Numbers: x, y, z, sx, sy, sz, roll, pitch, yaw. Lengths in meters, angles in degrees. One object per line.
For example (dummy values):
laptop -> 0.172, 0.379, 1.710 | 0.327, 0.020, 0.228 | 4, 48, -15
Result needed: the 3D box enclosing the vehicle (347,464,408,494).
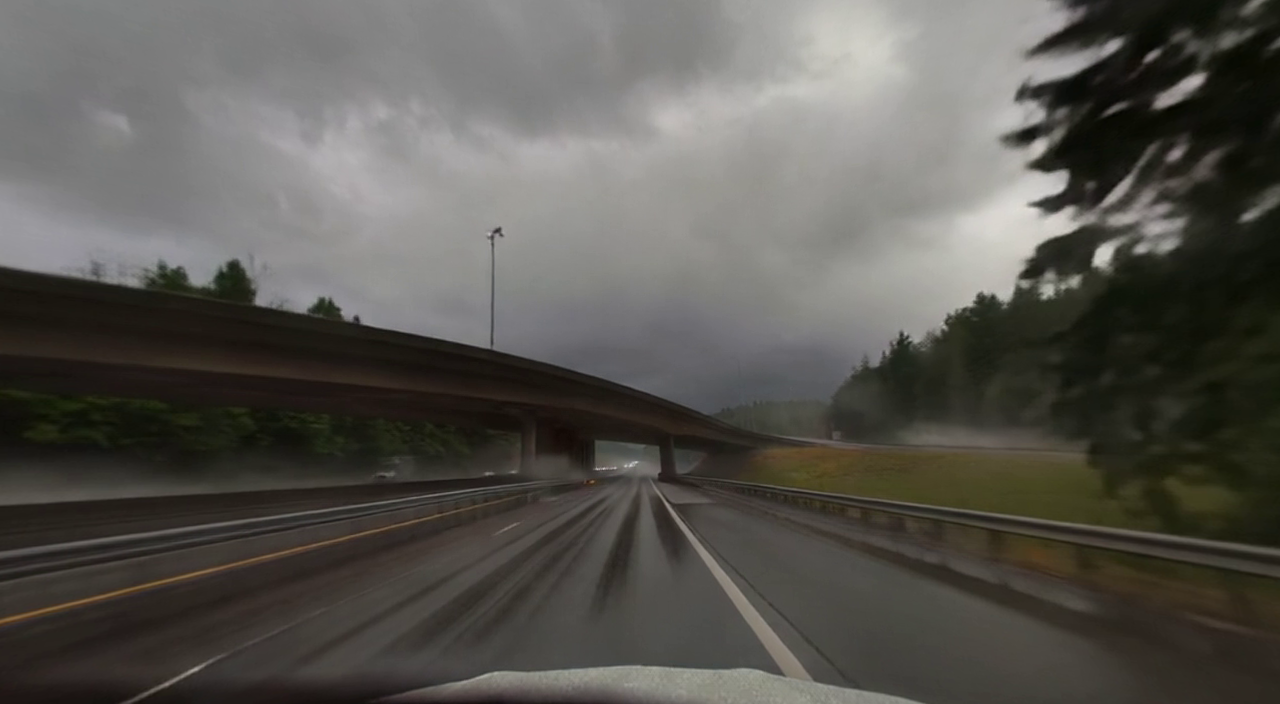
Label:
vehicle -> -16.920, 8.163, 40.815 | 1.949, 1.760, 4.605 | 1, -10, 0
